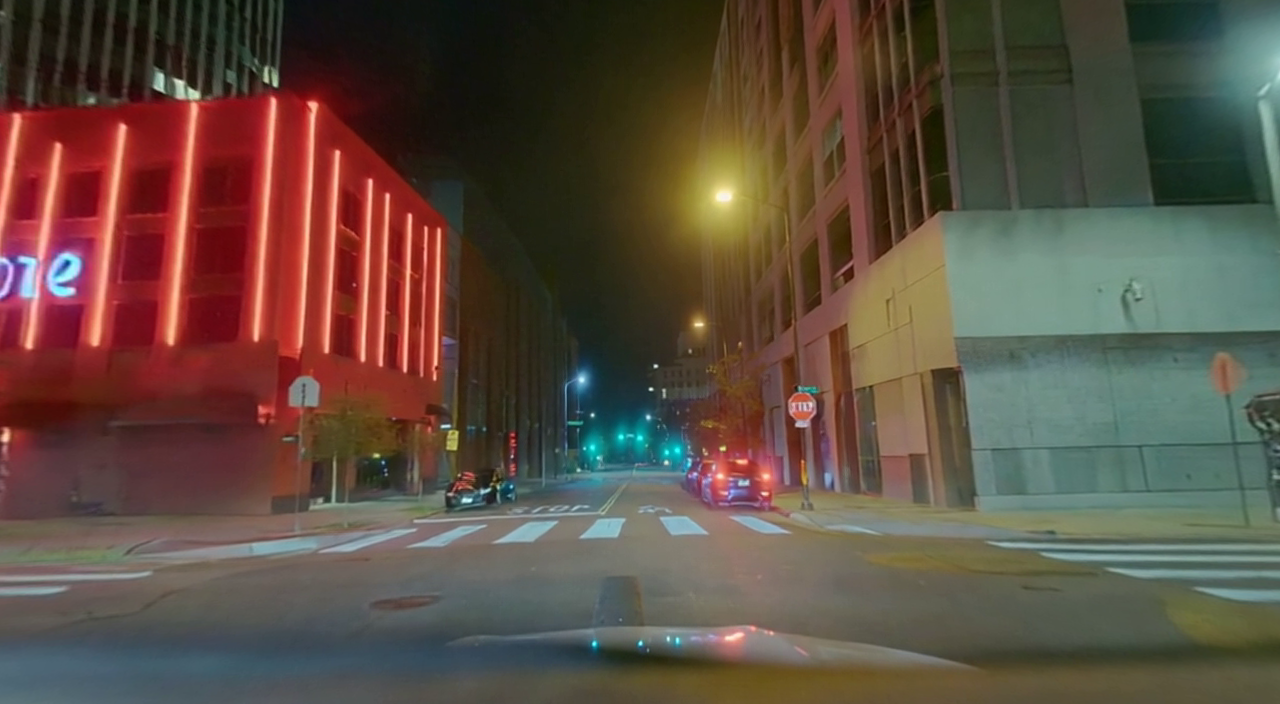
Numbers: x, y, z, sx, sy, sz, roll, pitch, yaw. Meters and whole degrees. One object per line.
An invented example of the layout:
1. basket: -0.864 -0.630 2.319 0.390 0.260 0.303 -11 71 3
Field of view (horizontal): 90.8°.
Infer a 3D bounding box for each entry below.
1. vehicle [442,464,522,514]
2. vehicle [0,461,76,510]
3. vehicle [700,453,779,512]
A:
1. vehicle: -5.411 4.723 22.152 1.864 1.447 3.887 0 -9 -2
2. vehicle: -28.165 5.994 28.443 1.665 1.432 4.120 5 -1 0
3. vehicle: 3.146 4.203 20.894 1.917 1.680 4.500 0 -9 1
